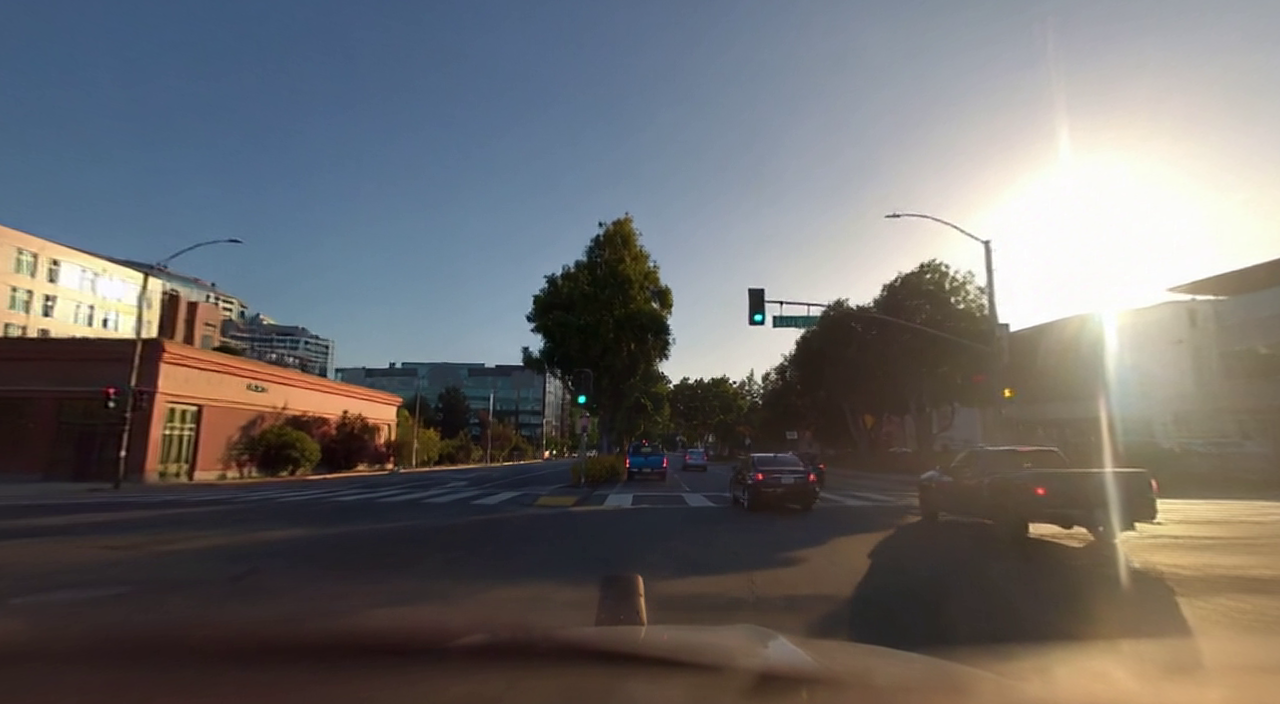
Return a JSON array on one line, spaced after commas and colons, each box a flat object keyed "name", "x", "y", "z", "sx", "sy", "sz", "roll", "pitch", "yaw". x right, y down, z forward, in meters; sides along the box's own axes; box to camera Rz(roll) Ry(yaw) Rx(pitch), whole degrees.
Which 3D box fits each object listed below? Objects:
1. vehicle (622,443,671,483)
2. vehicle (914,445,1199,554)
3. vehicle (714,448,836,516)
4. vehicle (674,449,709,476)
[{"name": "vehicle", "x": 0.349, "y": 5.659, "z": 32.588, "sx": 2.344, "sy": 1.883, "sz": 4.572, "roll": 0, "pitch": -9, "yaw": 1}, {"name": "vehicle", "x": 6.717, "y": 2.369, "z": 11.010, "sx": 1.855, "sy": 1.469, "sz": 4.598, "roll": 0, "pitch": -9, "yaw": 0}, {"name": "vehicle", "x": 3.245, "y": 3.227, "z": 16.225, "sx": 2.057, "sy": 1.463, "sz": 4.365, "roll": 0, "pitch": -9, "yaw": -1}, {"name": "vehicle", "x": 3.554, "y": 7.718, "z": 44.464, "sx": 2.013, "sy": 1.742, "sz": 4.424, "roll": 0, "pitch": -9, "yaw": 0}]
